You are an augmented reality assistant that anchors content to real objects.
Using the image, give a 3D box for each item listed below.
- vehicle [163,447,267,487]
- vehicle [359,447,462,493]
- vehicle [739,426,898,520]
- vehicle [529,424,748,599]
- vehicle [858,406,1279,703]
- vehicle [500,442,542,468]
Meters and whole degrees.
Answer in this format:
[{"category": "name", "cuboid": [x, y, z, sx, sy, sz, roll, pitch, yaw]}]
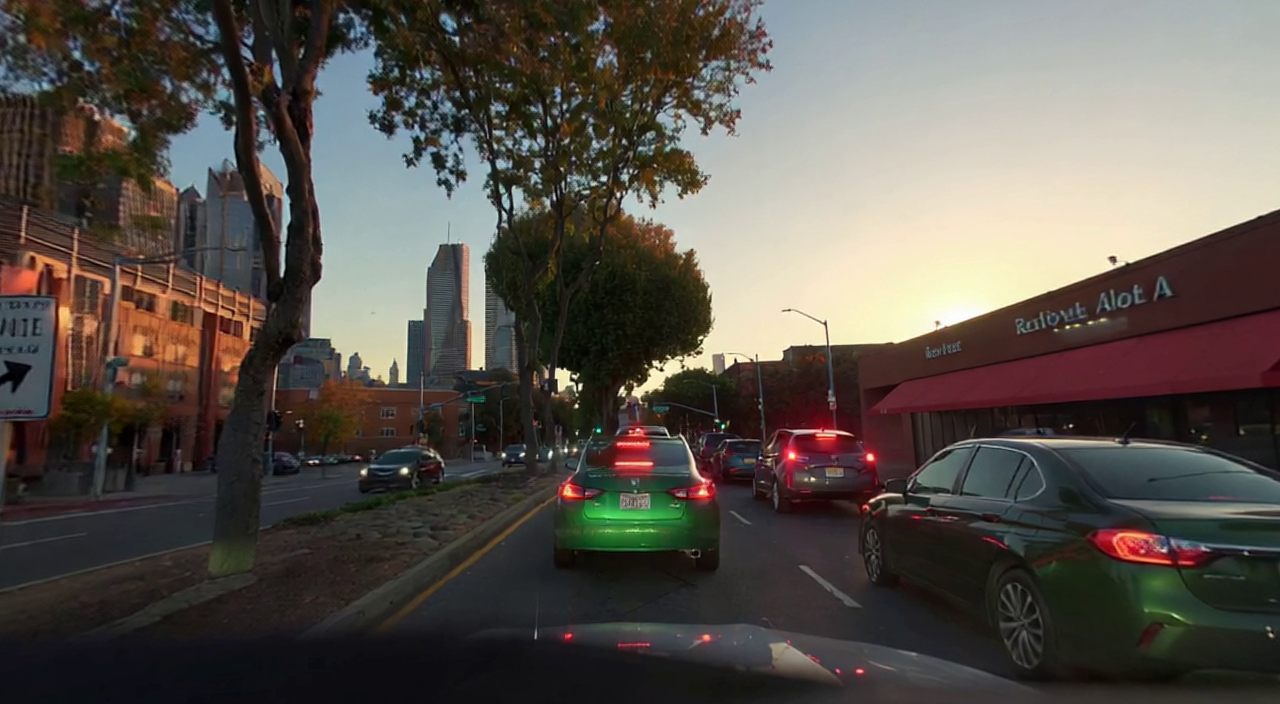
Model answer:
[{"category": "vehicle", "cuboid": [-20.602, 5.519, 30.637, 4.329, 1.773, 2.072, -4, -9, 24]}, {"category": "vehicle", "cuboid": [-7.975, 4.121, 22.462, 1.991, 1.433, 4.261, 0, -9, 1]}, {"category": "vehicle", "cuboid": [3.527, 2.476, 13.431, 2.025, 1.660, 4.263, 0, -9, -1]}, {"category": "vehicle", "cuboid": [-0.032, 1.651, 7.302, 1.887, 1.487, 3.535, 0, -9, -1]}, {"category": "vehicle", "cuboid": [3.303, 1.255, 4.496, 1.988, 1.480, 4.195, 0, -9, 0]}, {"category": "vehicle", "cuboid": [-8.138, 7.073, 43.677, 2.079, 1.695, 4.374, 0, -9, 0]}]
